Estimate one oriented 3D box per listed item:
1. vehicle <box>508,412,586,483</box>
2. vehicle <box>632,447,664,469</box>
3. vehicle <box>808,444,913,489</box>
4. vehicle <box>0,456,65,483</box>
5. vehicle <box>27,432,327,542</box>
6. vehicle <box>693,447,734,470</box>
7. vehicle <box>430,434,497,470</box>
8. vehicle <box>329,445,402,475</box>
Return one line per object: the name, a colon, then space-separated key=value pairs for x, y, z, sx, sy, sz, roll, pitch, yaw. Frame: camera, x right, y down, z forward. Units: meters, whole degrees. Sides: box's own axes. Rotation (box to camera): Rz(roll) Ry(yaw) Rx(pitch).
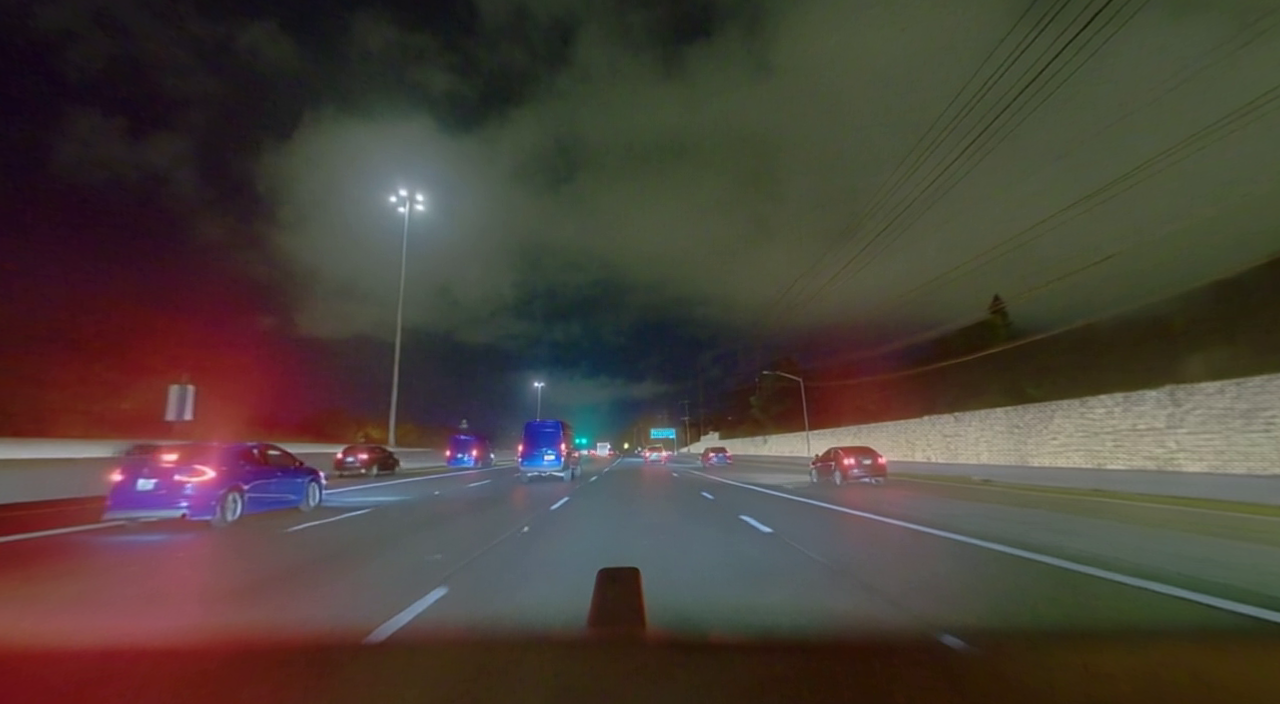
vehicle: x=-3.789 y=4.084 z=26.940 sx=2.395 sy=2.660 sz=5.827 roll=0 pitch=-9 yaw=0
vehicle: x=0.533 y=7.425 z=44.334 sx=2.084 sy=1.492 sz=4.137 roll=0 pitch=-9 yaw=-2
vehicle: x=7.837 y=4.101 z=22.914 sx=2.052 sy=1.470 sz=4.364 roll=0 pitch=-9 yaw=-3
vehicle: x=-37.159 y=7.012 z=37.715 sx=1.696 sy=1.480 sz=3.825 roll=0 pitch=-9 yaw=0
vehicle: x=-7.680 y=2.257 z=11.193 sx=1.967 sy=1.525 sz=4.458 roll=0 pitch=-9 yaw=-1
vehicle: x=5.140 y=7.482 z=44.564 sx=2.095 sy=1.504 sz=4.536 roll=0 pitch=-9 yaw=-3
vehicle: x=-11.579 y=6.637 z=41.902 sx=2.596 sy=2.162 sz=6.328 roll=0 pitch=-9 yaw=0
vehicle: x=-15.138 y=5.982 z=35.078 sx=1.937 sy=1.523 sz=4.708 roll=0 pitch=-9 yaw=0
